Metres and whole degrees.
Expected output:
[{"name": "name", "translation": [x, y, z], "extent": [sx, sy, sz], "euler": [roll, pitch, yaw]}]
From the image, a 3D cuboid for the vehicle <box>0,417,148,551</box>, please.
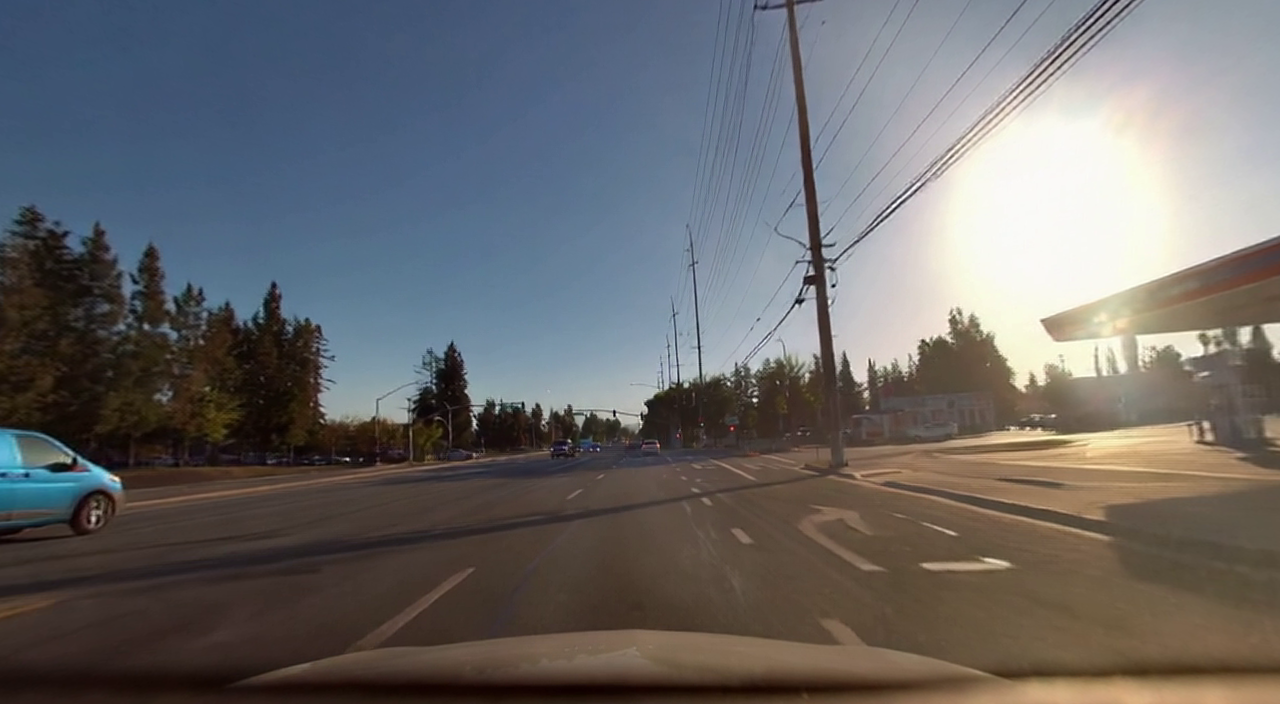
[{"name": "vehicle", "translation": [-9.964, 1.845, 8.791], "extent": [2.149, 1.848, 4.961], "euler": [0, -8, 1]}]
